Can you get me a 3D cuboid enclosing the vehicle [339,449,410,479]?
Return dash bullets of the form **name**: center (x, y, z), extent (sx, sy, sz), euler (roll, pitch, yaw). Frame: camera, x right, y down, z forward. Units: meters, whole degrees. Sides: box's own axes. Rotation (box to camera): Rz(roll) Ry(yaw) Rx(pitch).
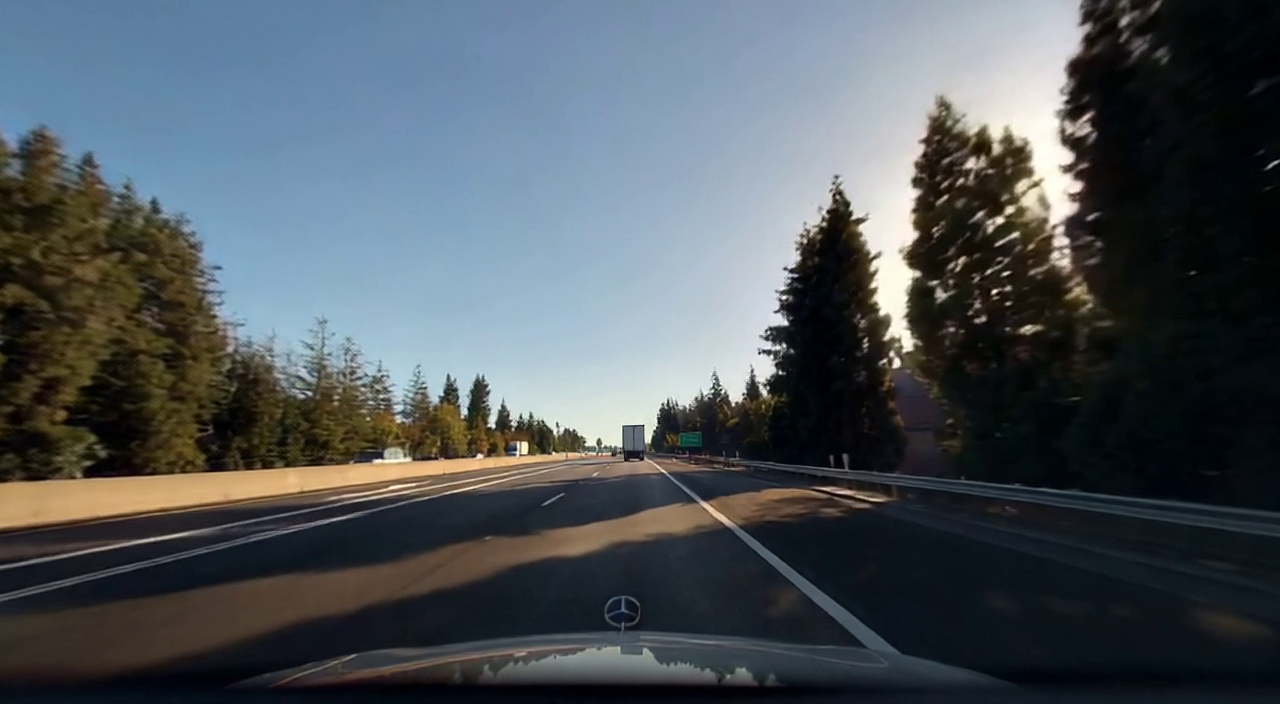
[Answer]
- **vehicle**: center (-14.330, 6.042, 34.301), extent (2.014, 1.530, 4.306), euler (0, -9, -1)
